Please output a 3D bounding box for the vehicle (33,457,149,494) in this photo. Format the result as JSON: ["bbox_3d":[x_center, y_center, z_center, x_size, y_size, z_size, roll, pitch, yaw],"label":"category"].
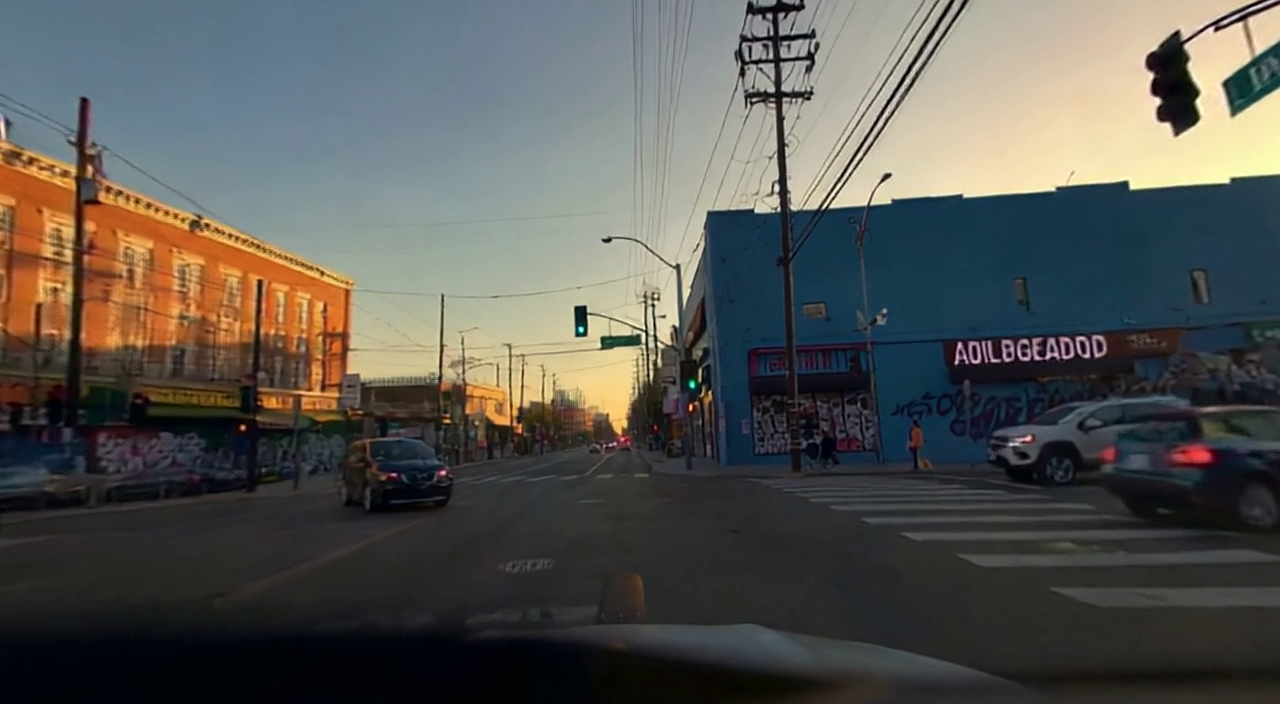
[{"bbox_3d":[-23.518,5.285,27.156,3.360,1.392,1.674,-1,-9,-1],"label":"vehicle"}]

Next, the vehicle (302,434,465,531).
[{"bbox_3d":[-5.077,2.350,12.124,2.097,1.457,4.439,5,-10,-31],"label":"vehicle"}]

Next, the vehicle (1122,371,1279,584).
[{"bbox_3d":[7.399,1.096,5.718,4.714,1.686,1.973,1,-8,-9],"label":"vehicle"}]
